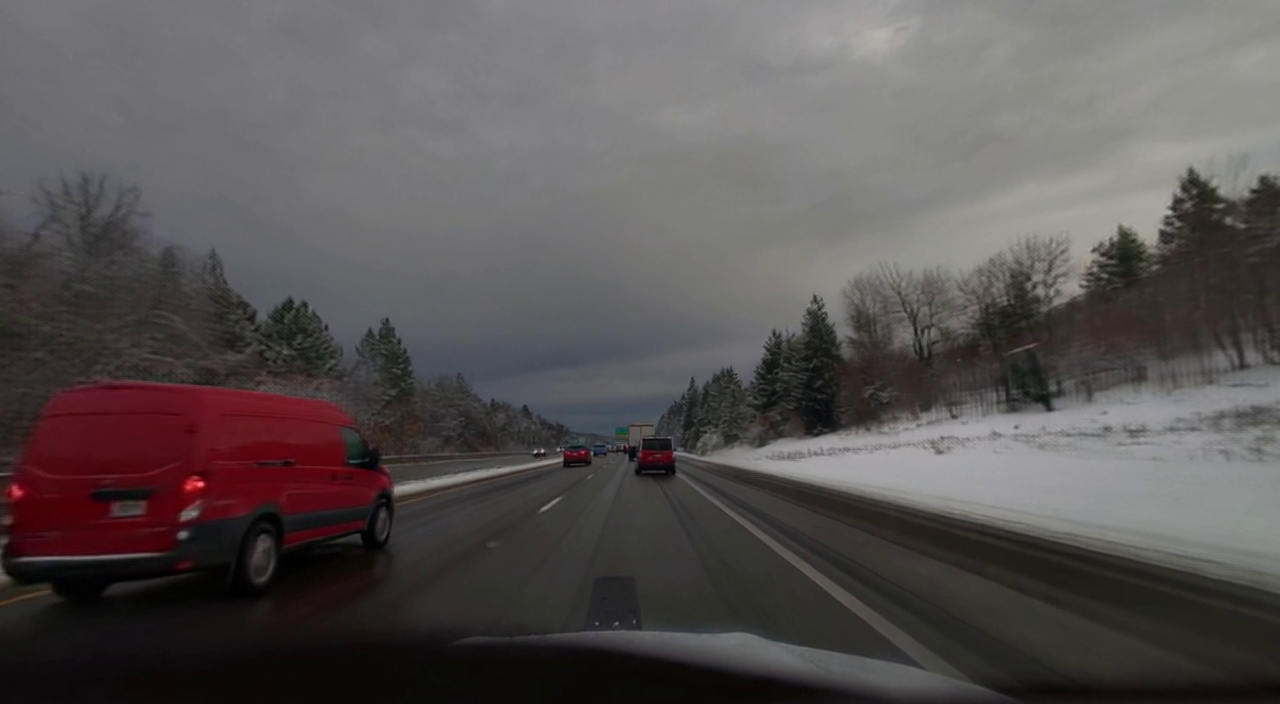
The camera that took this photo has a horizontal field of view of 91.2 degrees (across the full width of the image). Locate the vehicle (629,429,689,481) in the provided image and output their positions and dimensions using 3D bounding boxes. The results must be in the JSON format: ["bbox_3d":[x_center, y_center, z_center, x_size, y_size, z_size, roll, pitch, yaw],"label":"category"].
[{"bbox_3d":[0.669,4.195,25.722,2.179,1.930,4.538,0,-9,-2],"label":"vehicle"}]

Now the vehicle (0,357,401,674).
[{"bbox_3d":[-3.887,1.218,5.563,2.021,1.790,3.907,0,-9,-1],"label":"vehicle"}]

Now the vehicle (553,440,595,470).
[{"bbox_3d":[-3.936,6.245,38.073,2.088,1.688,4.365,0,-9,-1],"label":"vehicle"}]
